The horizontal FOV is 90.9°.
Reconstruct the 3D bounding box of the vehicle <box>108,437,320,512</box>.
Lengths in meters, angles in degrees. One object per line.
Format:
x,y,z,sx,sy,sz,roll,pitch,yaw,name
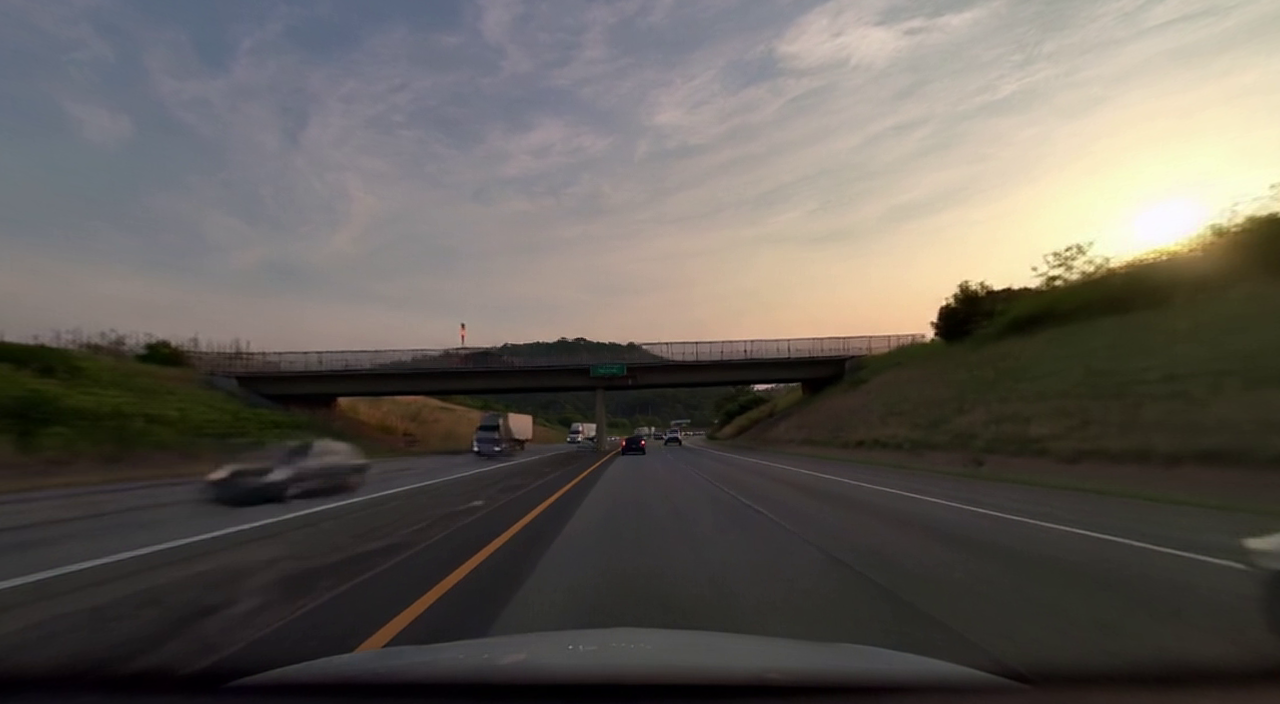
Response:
-8.669,2.476,13.291,1.936,1.322,3.678,0,-7,-1,vehicle

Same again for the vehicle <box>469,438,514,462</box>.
-8.882,5.871,38.006,1.776,1.345,3.932,0,-7,0,vehicle

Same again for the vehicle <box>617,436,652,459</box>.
-0.368,5.728,38.130,1.996,1.325,4.029,0,-7,-1,vehicle
